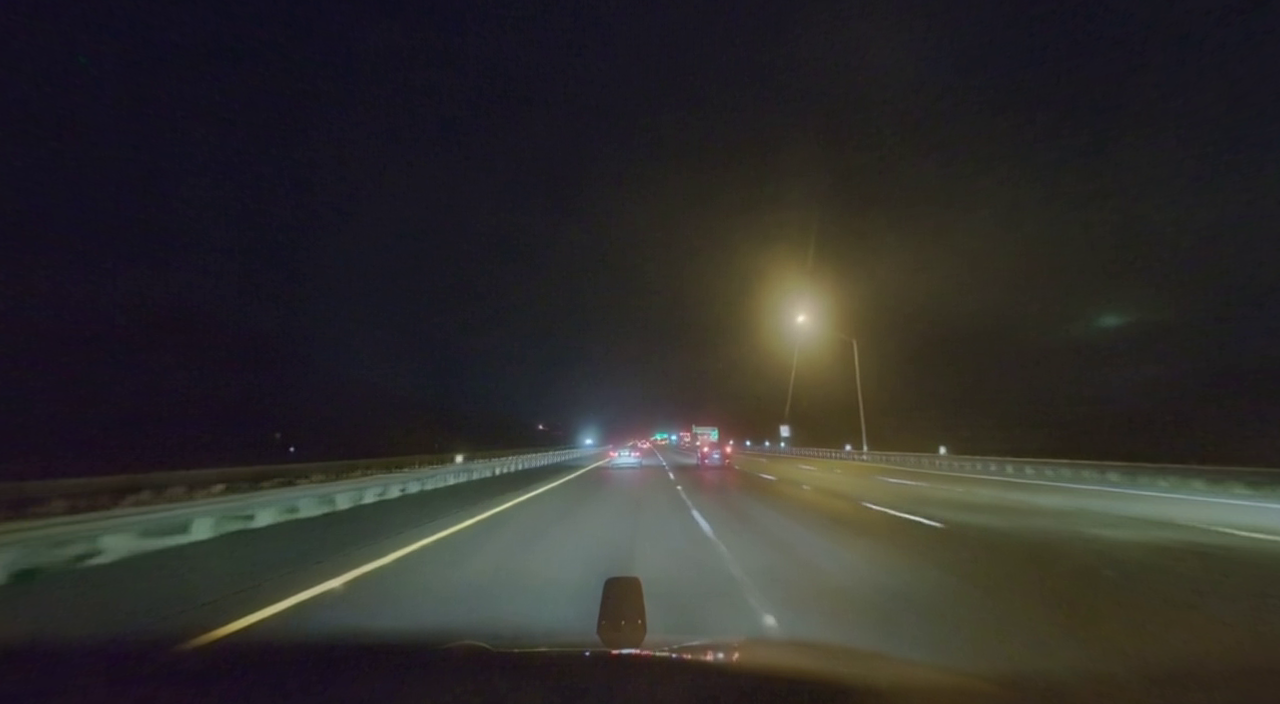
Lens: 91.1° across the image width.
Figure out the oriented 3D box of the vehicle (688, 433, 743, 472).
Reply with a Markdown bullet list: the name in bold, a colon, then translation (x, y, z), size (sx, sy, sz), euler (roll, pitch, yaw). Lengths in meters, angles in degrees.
- **vehicle**: translation (3.468, 4.716, 29.727), size (2.063, 1.698, 4.355), euler (0, -8, 0)

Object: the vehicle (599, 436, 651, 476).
- **vehicle**: translation (-0.560, 4.402, 26.766), size (2.050, 1.546, 4.344), euler (0, -8, 1)
